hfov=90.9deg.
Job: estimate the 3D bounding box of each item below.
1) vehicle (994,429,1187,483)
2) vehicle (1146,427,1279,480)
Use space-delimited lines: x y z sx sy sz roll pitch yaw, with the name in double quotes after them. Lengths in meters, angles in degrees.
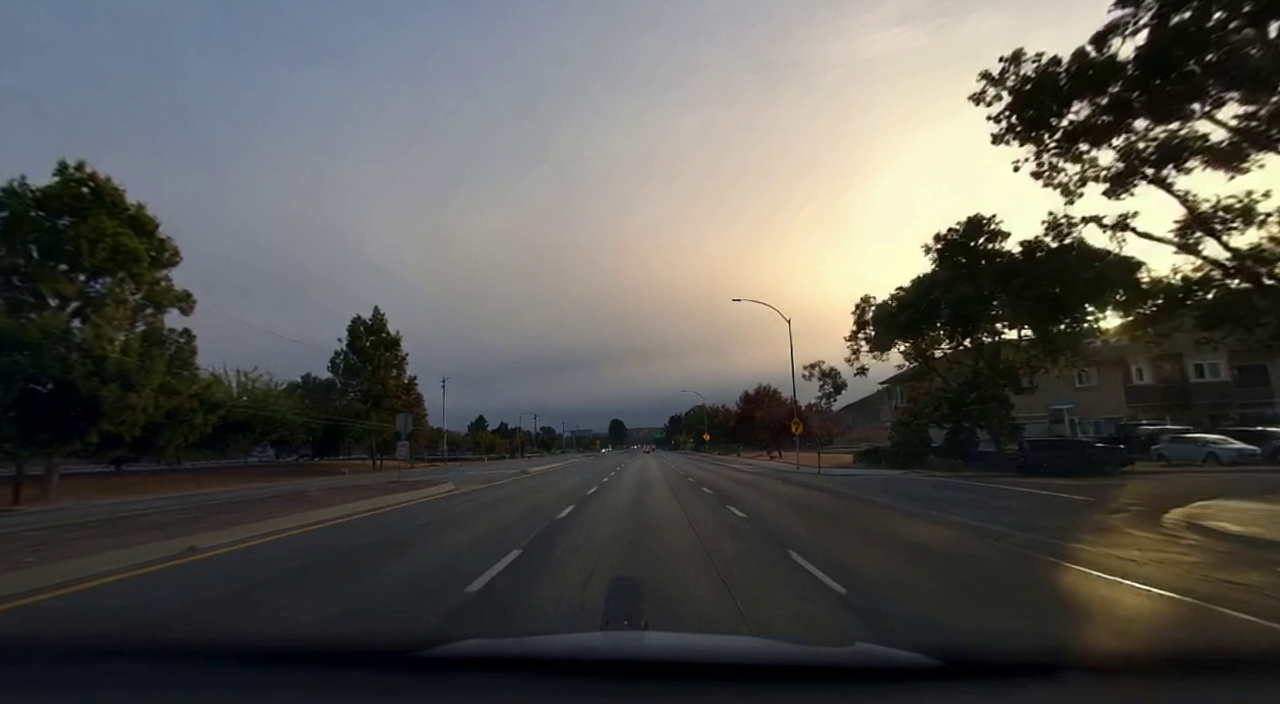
17.966 4.146 25.428 5.770 1.844 2.360 -3 -7 5 "vehicle"
22.993 4.004 25.161 3.449 1.863 2.299 -3 -7 6 "vehicle"
